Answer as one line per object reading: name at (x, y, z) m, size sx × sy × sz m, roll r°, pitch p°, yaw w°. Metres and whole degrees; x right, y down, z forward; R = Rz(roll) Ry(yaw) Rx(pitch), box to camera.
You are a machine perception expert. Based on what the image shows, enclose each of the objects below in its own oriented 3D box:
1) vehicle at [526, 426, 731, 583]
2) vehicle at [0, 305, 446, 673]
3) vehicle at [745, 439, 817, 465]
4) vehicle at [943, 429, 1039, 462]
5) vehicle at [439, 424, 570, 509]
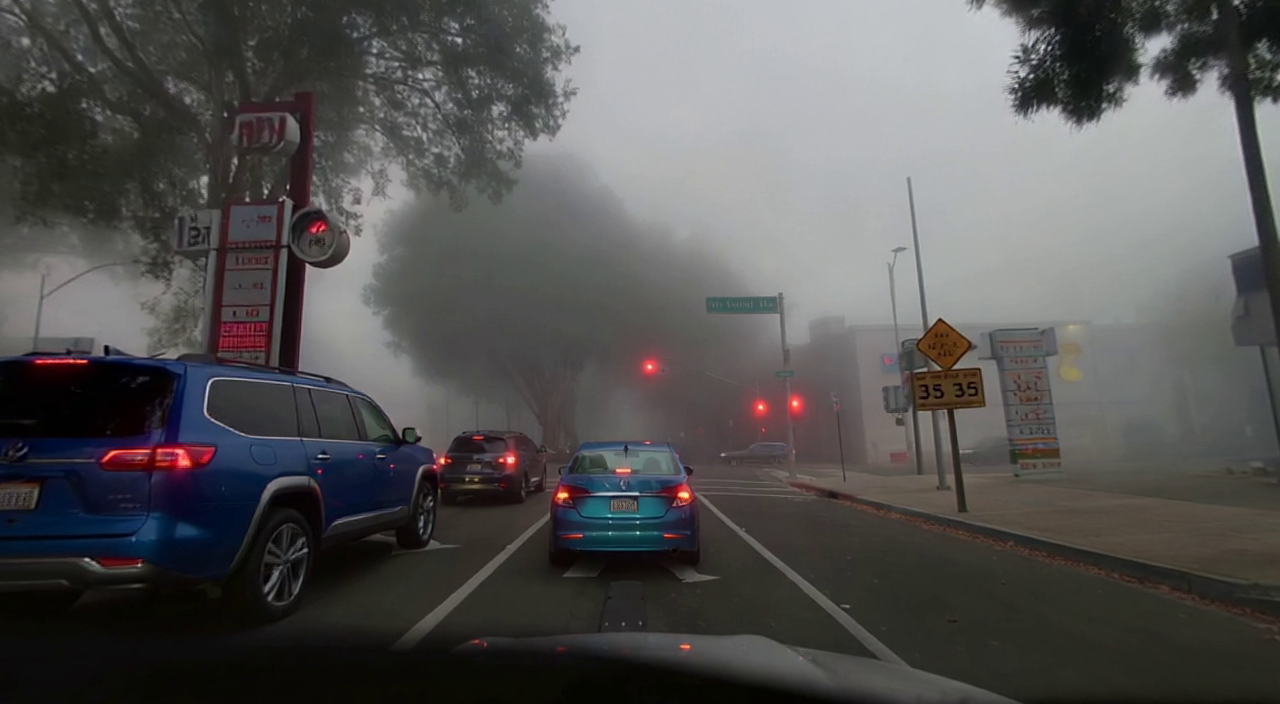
vehicle at (-0.154, 1.777, 8.176) m, size 1.966 × 1.481 × 4.146 m, roll 0°, pitch -8°, yaw -1°
vehicle at (-3.820, 1.138, 6.208) m, size 2.152 × 2.118 × 5.066 m, roll 0°, pitch -8°, yaw 0°
vehicle at (8.214, 5.862, 36.713) m, size 3.924 × 1.447 × 2.039 m, roll -2°, pitch -9°, yaw 11°
vehicle at (19.473, 5.213, 35.017) m, size 4.116 × 1.719 × 2.069 m, roll -1°, pitch -9°, yaw 7°
vehicle at (-2.926, 2.594, 14.606) m, size 2.047 × 1.664 × 4.148 m, roll 0°, pitch -8°, yaw 1°
